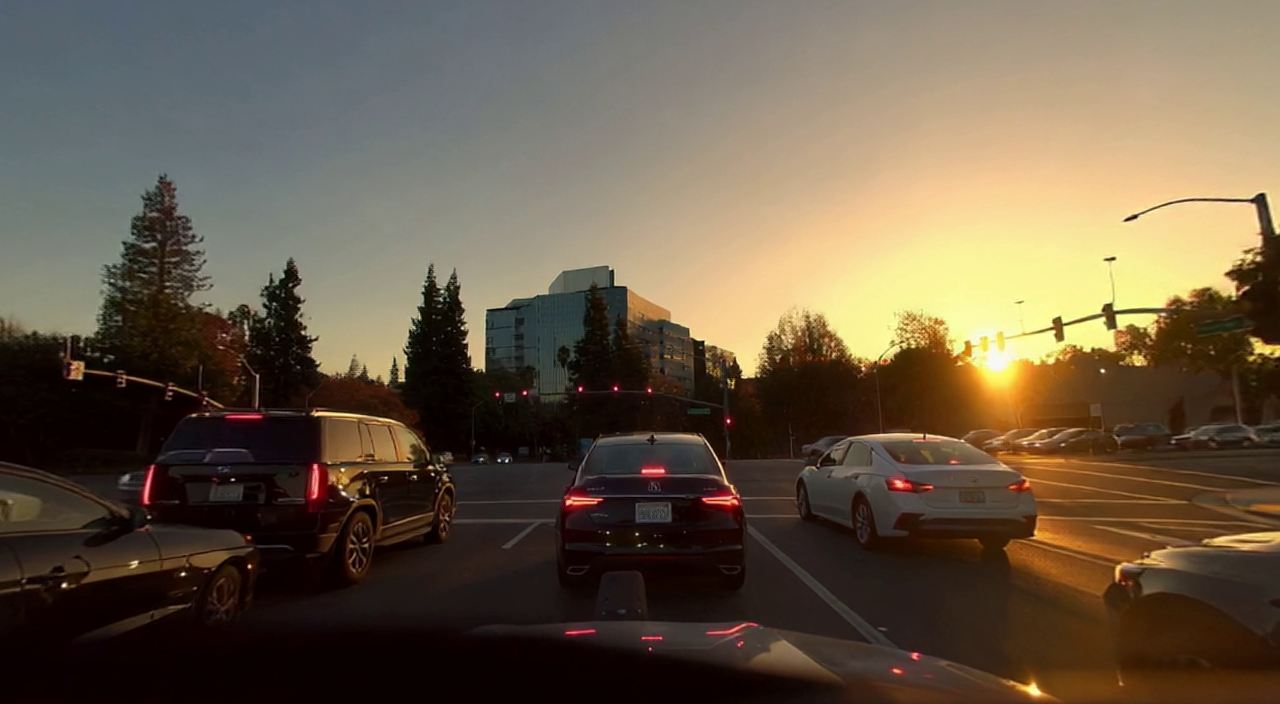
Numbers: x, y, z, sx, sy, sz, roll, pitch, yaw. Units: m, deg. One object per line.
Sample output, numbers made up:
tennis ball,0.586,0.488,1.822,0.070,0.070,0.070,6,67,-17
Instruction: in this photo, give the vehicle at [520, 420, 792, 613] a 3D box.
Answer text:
vehicle,0.068,1.592,7.027,2.114,1.482,4.056,0,-9,-2

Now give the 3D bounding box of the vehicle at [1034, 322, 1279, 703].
vehicle,3.238,0.613,1.178,2.178,1.691,4.314,0,-9,0

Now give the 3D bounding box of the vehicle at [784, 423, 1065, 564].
vehicle,3.539,1.841,8.978,1.874,1.487,4.404,0,-9,-1

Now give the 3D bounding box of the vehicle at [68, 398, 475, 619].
vehicle,-3.410,1.532,7.070,1.958,1.693,4.242,0,-9,0
